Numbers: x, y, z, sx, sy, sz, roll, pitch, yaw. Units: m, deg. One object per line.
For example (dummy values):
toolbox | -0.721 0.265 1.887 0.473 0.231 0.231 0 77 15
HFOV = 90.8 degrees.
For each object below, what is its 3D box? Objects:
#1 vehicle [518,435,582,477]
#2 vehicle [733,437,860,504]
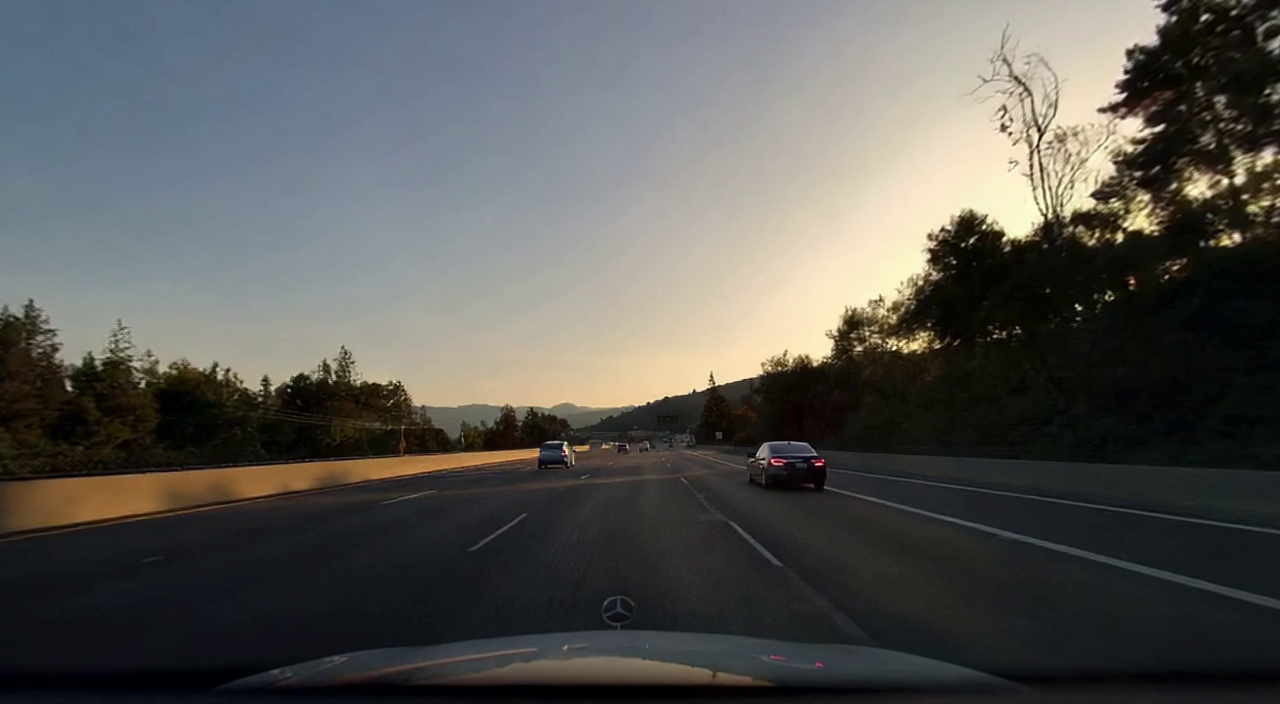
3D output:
vehicle | -3.754 4.444 27.205 2.048 1.618 4.424 0 -8 1
vehicle | 3.836 2.972 16.342 2.060 1.485 4.274 0 -8 -2
